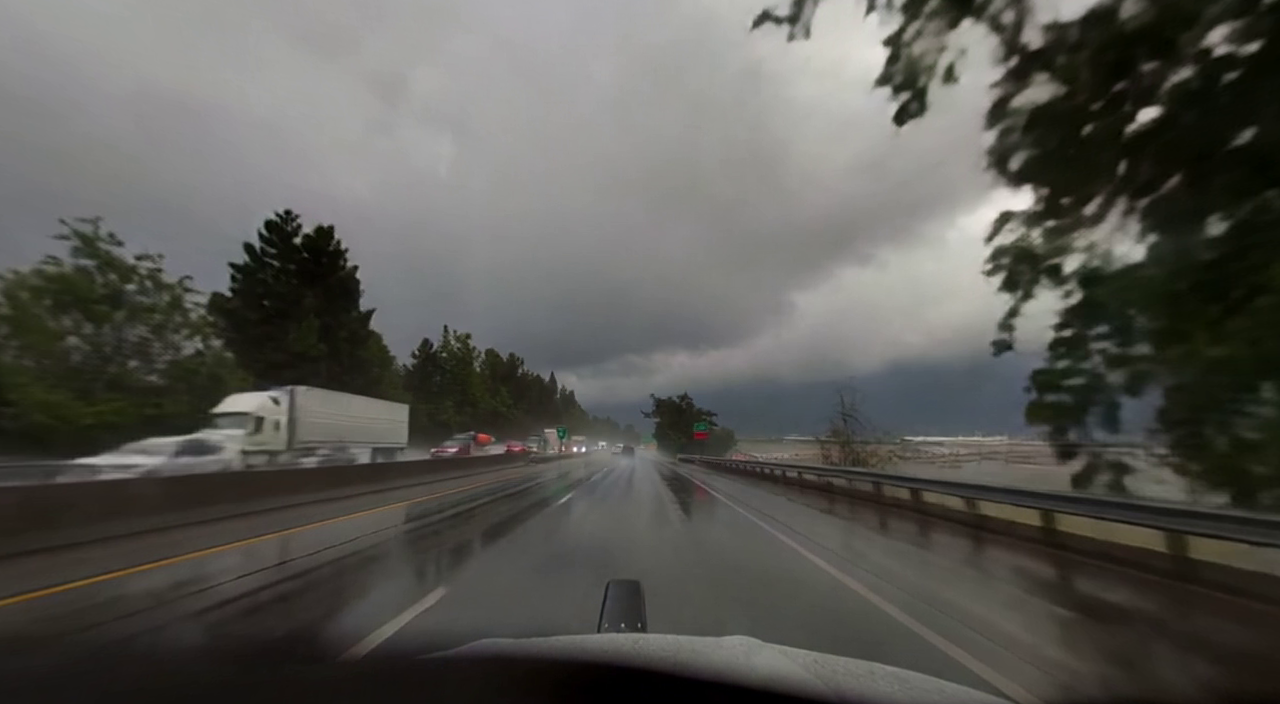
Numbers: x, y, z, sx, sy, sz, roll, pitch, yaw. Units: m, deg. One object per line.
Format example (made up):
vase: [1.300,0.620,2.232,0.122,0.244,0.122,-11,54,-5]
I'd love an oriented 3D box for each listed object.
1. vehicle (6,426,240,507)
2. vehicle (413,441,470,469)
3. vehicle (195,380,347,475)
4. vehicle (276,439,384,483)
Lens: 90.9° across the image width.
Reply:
vehicle: [-12.644,2.829,15.930,1.932,1.742,4.577,0,-9,1]
vehicle: [-12.661,6.601,40.512,1.919,1.636,5.221,0,-9,0]
vehicle: [-17.260,3.719,30.186,3.168,4.049,6.561,0,-9,-1]
vehicle: [-12.315,4.353,25.406,1.995,1.557,4.654,0,-9,0]
